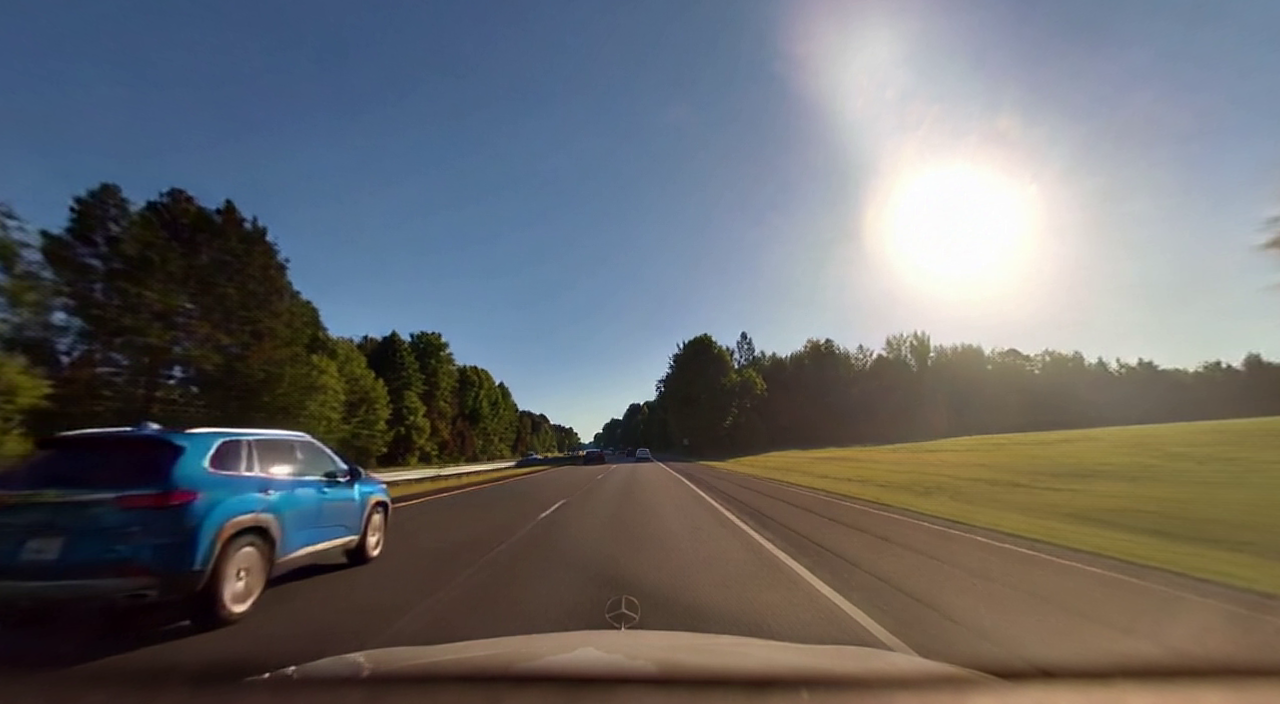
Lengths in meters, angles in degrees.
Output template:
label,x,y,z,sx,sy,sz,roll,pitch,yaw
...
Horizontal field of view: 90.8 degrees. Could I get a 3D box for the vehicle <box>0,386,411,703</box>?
label,x,y,z,sx,sy,sz,roll,pitch,yaw
vehicle,-3.829,1.326,5.440,2.100,1.667,4.223,0,-9,0

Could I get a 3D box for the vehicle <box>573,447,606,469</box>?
label,x,y,z,sx,sy,sz,roll,pitch,yaw
vehicle,-3.911,8.296,49.752,2.182,1.629,4.263,0,-9,1

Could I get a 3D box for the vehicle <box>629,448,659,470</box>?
label,x,y,z,sx,sy,sz,roll,pitch,yaw
vehicle,0.269,7.658,45.234,2.046,1.452,4.407,0,-9,0
